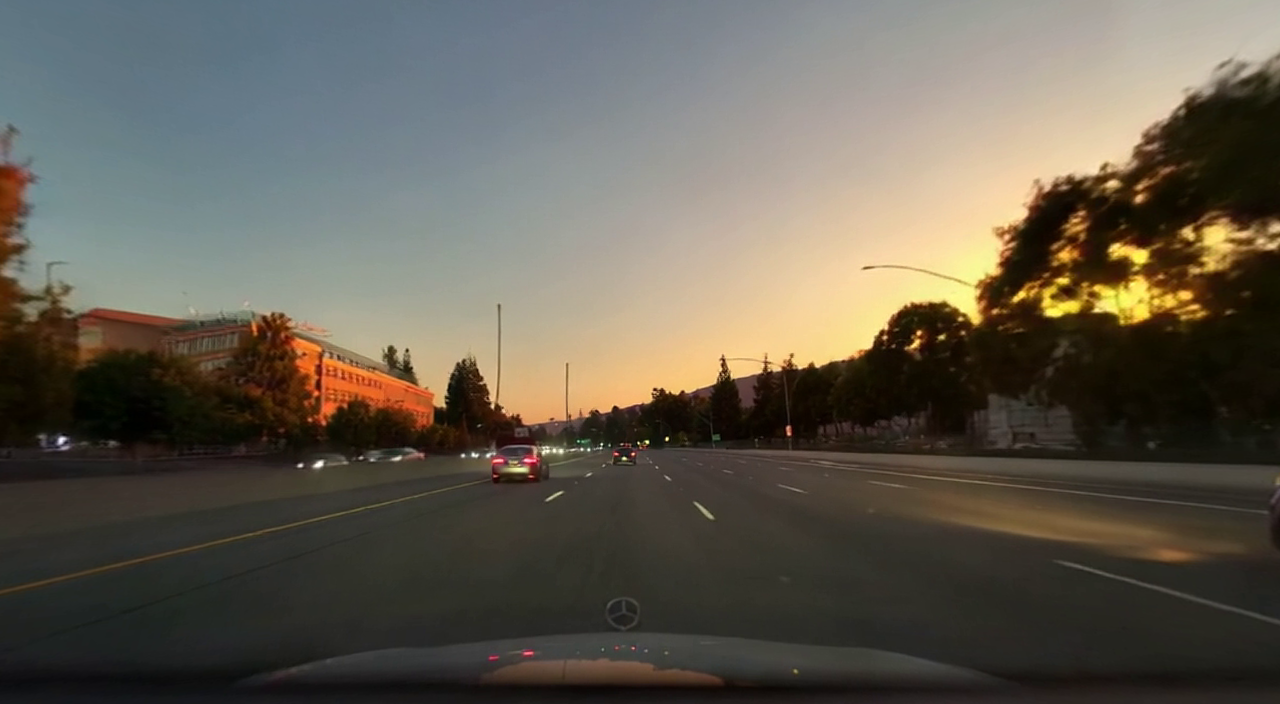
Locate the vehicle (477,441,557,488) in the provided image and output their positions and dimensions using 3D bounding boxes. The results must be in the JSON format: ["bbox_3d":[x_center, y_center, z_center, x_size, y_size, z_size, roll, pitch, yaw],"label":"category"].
[{"bbox_3d":[-4.157,3.875,22.120,1.886,1.465,4.625,0,-9,0],"label":"vehicle"}]

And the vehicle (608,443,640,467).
[{"bbox_3d":[-1.041,6.854,42.024,1.997,1.485,4.094,0,-8,-1],"label":"vehicle"}]
